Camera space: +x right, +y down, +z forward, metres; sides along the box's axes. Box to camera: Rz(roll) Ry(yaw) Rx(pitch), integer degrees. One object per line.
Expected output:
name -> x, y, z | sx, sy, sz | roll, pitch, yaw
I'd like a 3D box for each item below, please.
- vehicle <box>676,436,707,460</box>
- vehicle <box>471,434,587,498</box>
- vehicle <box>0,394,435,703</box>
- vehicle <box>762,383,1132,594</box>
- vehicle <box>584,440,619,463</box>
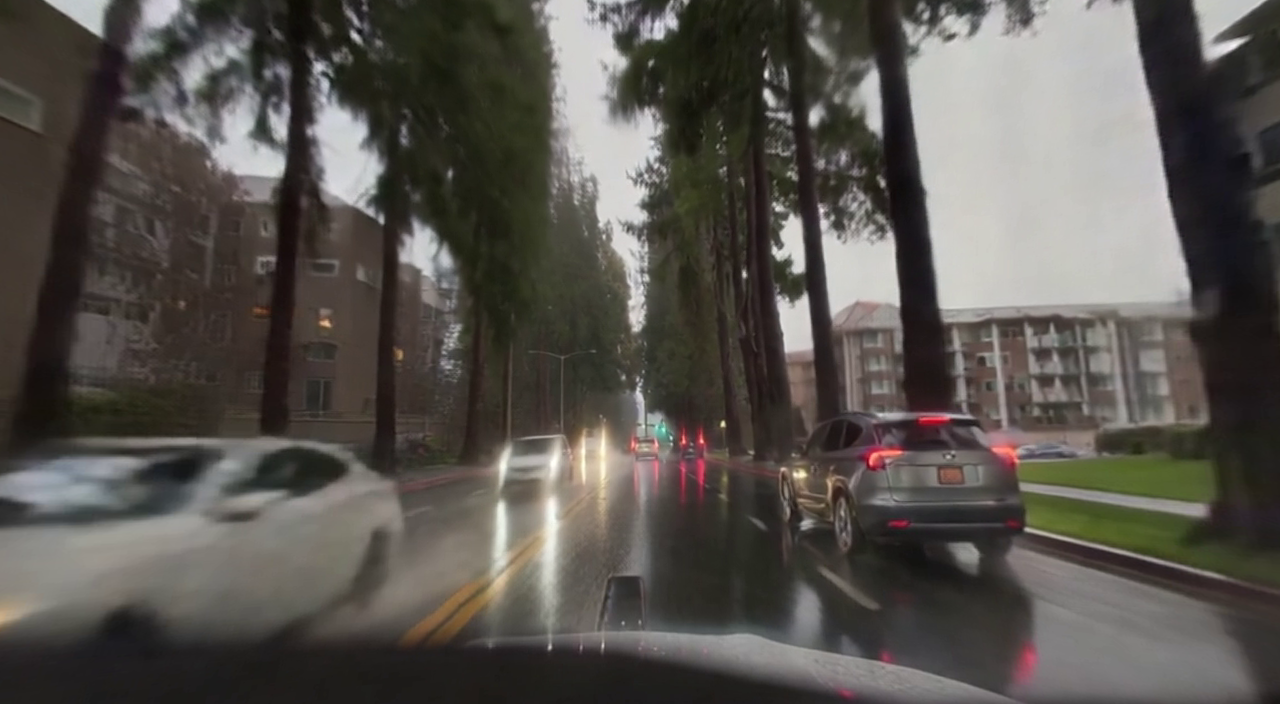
vehicle -> 3.910, 7.415, 48.511 | 2.069, 1.791, 4.422 | 0, -8, 0
vehicle -> -2.818, 3.035, 17.186 | 2.182, 1.486, 4.809 | 0, -8, 1
vehicle -> -2.851, 1.110, 3.672 | 1.941, 1.409, 3.975 | 0, -8, 0
vehicle -> 3.267, 1.600, 8.272 | 2.219, 1.881, 5.104 | 0, -8, -1
vehicle -> -2.693, 7.102, 44.890 | 2.096, 1.515, 4.481 | 0, -8, 2
